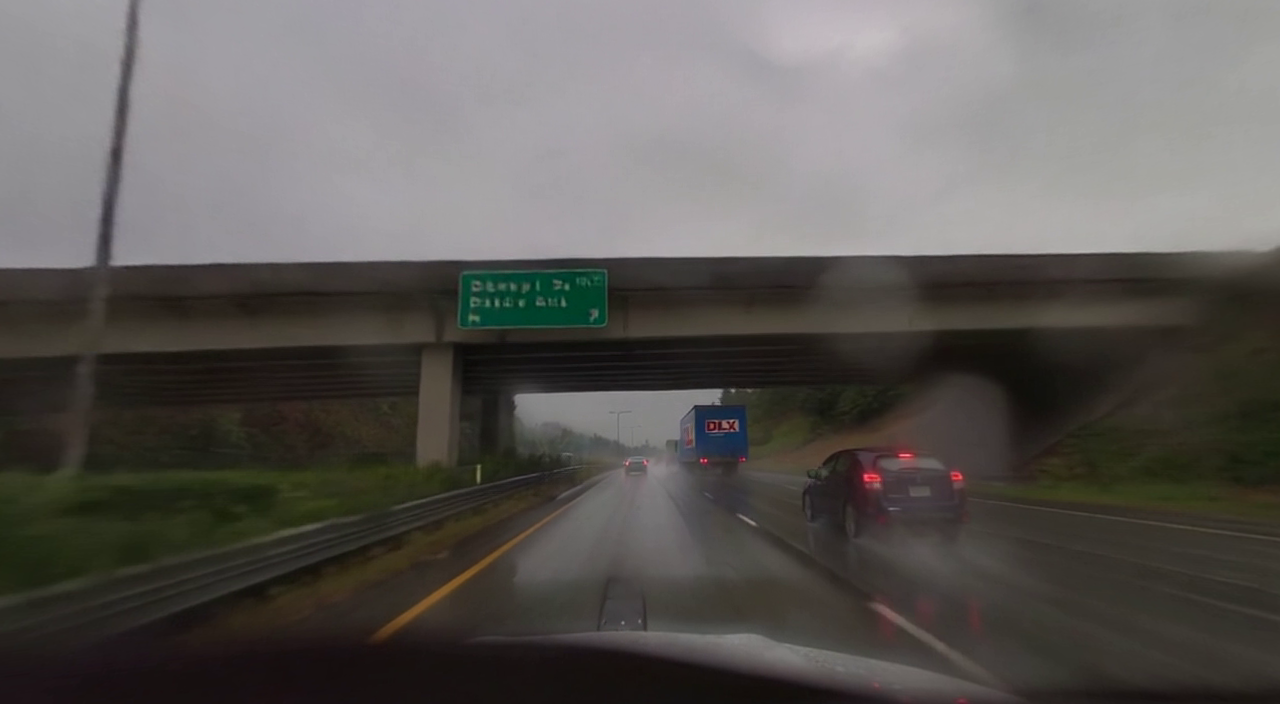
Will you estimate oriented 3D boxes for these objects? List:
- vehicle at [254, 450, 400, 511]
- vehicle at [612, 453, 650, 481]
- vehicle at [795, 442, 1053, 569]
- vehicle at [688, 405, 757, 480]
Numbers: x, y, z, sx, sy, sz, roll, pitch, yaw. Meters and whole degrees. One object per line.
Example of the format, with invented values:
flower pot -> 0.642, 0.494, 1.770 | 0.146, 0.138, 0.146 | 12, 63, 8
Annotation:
vehicle -> -8.769, 3.592, 18.157 | 1.964, 1.521, 4.348 | 0, -9, 0
vehicle -> -0.484, 6.388, 35.316 | 2.055, 1.445, 3.661 | 0, -9, 0
vehicle -> 3.854, 2.130, 9.527 | 1.894, 1.452, 4.164 | 0, -9, -1
vehicle -> 4.703, 5.442, 37.767 | 2.838, 3.985, 8.010 | 0, -9, -1
